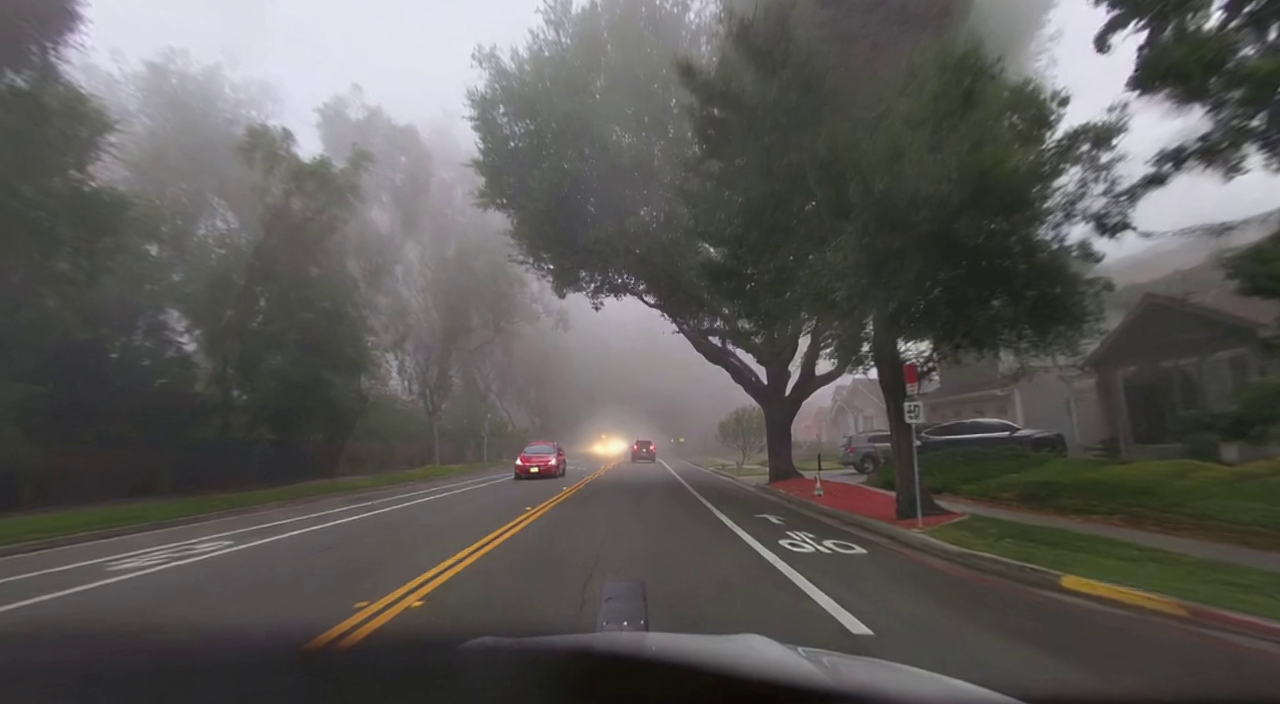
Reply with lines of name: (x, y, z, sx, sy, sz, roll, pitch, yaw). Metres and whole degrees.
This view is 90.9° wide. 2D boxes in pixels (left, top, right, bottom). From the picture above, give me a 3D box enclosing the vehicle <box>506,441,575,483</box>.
vehicle: (-4.152, 4.637, 26.988, 2.102, 1.620, 4.575, 0, -8, 1)
